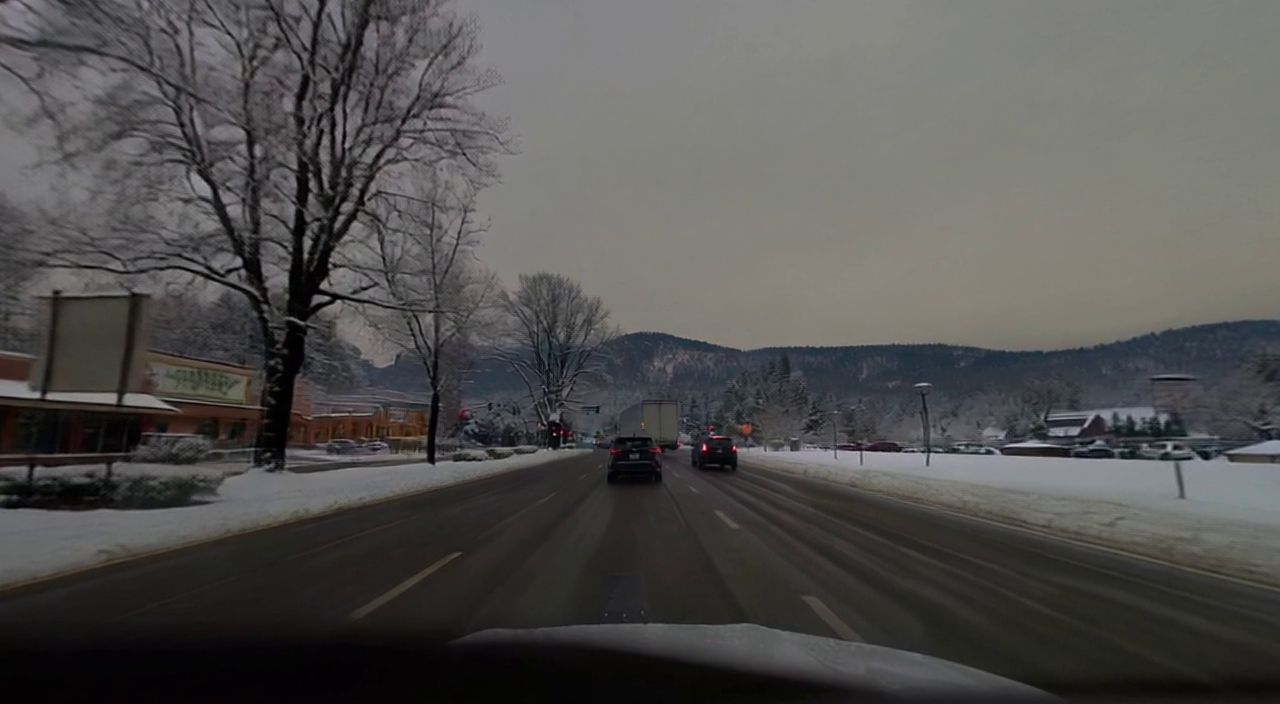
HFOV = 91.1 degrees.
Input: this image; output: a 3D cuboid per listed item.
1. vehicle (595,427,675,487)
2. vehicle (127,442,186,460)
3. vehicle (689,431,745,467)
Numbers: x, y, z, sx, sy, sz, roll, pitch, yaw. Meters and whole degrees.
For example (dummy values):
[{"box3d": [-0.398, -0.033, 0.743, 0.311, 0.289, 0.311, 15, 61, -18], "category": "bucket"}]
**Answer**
[{"box3d": [-0.162, 3.190, 19.373, 2.193, 1.651, 3.946, 0, -8, -1], "category": "vehicle"}, {"box3d": [-36.497, 7.491, 47.476, 3.245, 1.338, 1.536, 4, -9, -27], "category": "vehicle"}, {"box3d": [3.663, 4.725, 30.702, 2.088, 1.655, 4.360, 0, -8, -1], "category": "vehicle"}]
